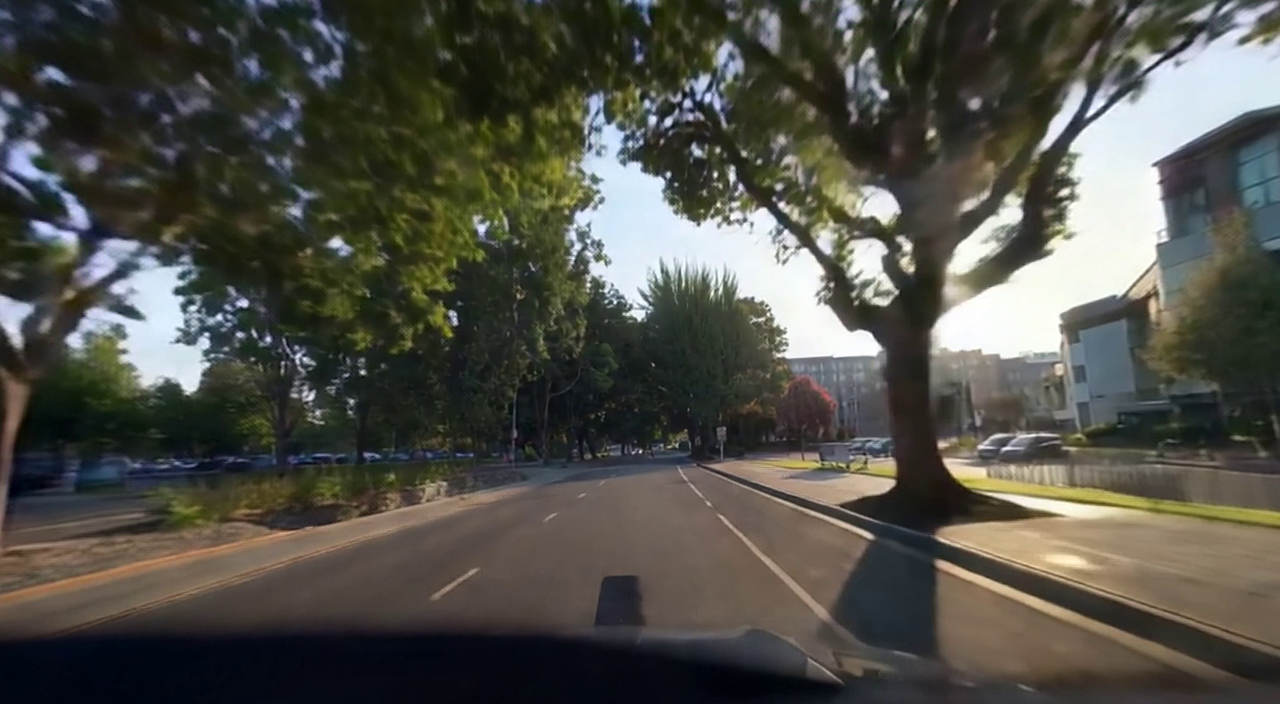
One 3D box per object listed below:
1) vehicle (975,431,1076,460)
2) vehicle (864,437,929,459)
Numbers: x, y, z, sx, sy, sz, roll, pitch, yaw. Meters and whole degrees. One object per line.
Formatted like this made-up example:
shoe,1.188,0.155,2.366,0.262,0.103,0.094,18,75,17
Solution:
vehicle,21.149,5.122,34.771,4.293,1.473,1.843,0,-6,2
vehicle,19.716,7.409,48.670,4.134,1.580,1.952,1,-9,-10
